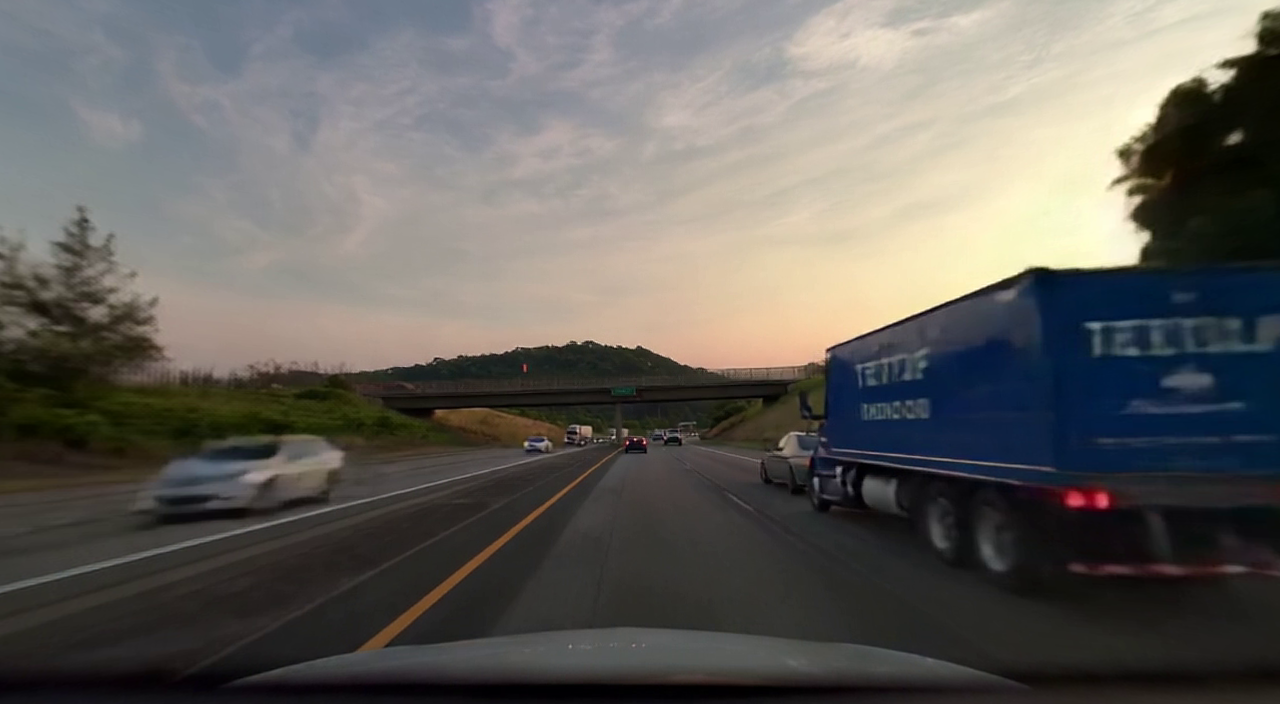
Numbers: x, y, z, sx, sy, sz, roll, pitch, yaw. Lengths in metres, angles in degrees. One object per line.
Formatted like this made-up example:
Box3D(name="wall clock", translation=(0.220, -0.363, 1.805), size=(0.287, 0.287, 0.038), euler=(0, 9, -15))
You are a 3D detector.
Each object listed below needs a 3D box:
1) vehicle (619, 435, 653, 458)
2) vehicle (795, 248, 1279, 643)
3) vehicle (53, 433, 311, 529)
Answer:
Box3D(name="vehicle", translation=(-0.257, 5.899, 39.460), size=(1.996, 1.325, 4.029), euler=(0, -7, -1))
Box3D(name="vehicle", translation=(4.144, 1.028, 7.695), size=(2.715, 2.746, 6.550), euler=(0, -7, -1))
Box3D(name="vehicle", translation=(-8.520, 2.364, 12.329), size=(1.973, 1.519, 4.176), euler=(0, -7, -1))
